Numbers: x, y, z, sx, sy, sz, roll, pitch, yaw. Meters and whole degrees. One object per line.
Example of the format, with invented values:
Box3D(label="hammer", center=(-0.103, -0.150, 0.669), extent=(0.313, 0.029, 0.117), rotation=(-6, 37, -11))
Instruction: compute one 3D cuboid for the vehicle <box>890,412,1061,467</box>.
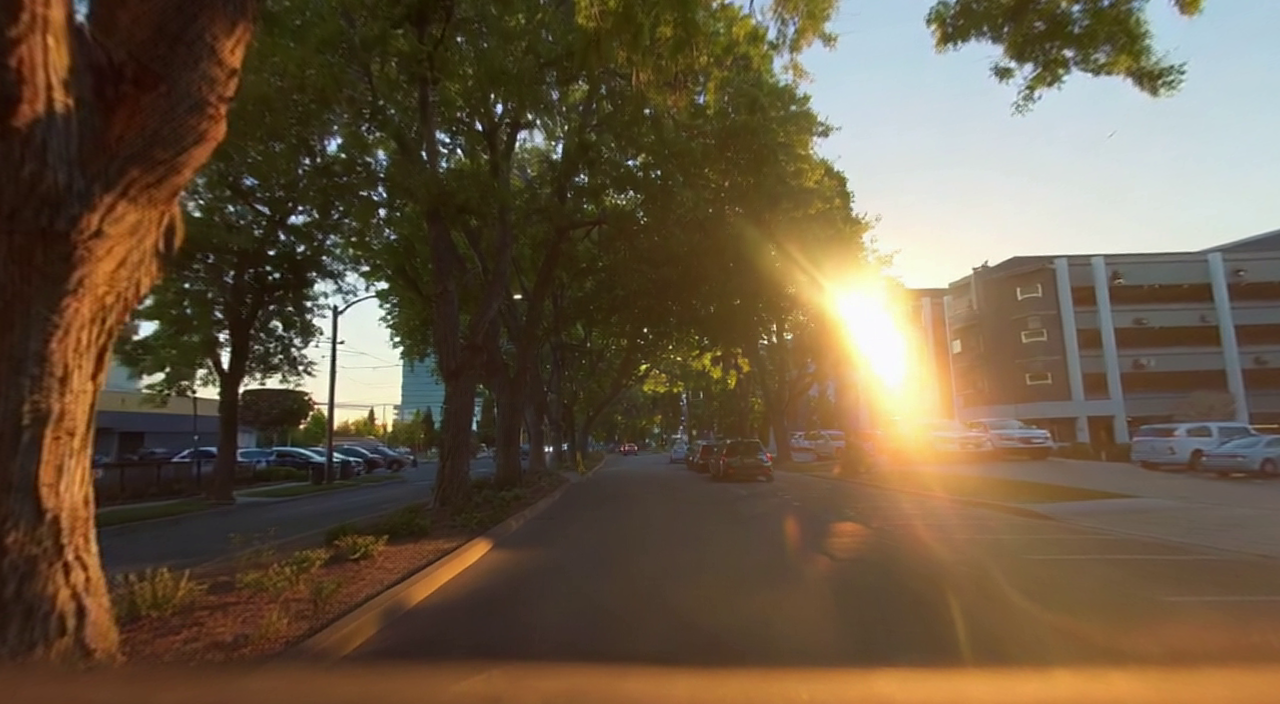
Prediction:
Box3D(label="vehicle", center=(13.304, 3.504, 25.352), extent=(5.540, 2.045, 2.259), rotation=(0, -8, -3))

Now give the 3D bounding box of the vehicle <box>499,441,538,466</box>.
Box3D(label="vehicle", center=(-8.417, 7.053, 44.131), extent=(1.993, 1.640, 4.457), rotation=(0, -8, -2))

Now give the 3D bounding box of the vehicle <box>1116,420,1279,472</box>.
Box3D(label="vehicle", center=(25.229, 4.233, 28.635), extent=(5.596, 2.168, 2.307), rotation=(2, -7, -5))

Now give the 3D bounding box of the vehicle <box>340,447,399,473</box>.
Box3D(label="vehicle", center=(-17.733, 7.061, 41.618), extent=(1.850, 1.531, 4.256), rotation=(0, -8, 3))

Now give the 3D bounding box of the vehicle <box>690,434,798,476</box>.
Box3D(label="vehicle", center=(4.657, 4.546, 28.075), extent=(4.626, 1.723, 1.939), rotation=(5, -10, -33))

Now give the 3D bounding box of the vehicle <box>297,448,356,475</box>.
Box3D(label="vehicle", center=(-20.725, 7.225, 41.943), extent=(1.880, 1.617, 3.870), rotation=(0, -8, 0))

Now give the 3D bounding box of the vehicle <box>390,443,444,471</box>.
Box3D(label="vehicle", center=(-14.886, 6.992, 42.349), extent=(1.888, 1.657, 4.138), rotation=(0, -8, 4))
